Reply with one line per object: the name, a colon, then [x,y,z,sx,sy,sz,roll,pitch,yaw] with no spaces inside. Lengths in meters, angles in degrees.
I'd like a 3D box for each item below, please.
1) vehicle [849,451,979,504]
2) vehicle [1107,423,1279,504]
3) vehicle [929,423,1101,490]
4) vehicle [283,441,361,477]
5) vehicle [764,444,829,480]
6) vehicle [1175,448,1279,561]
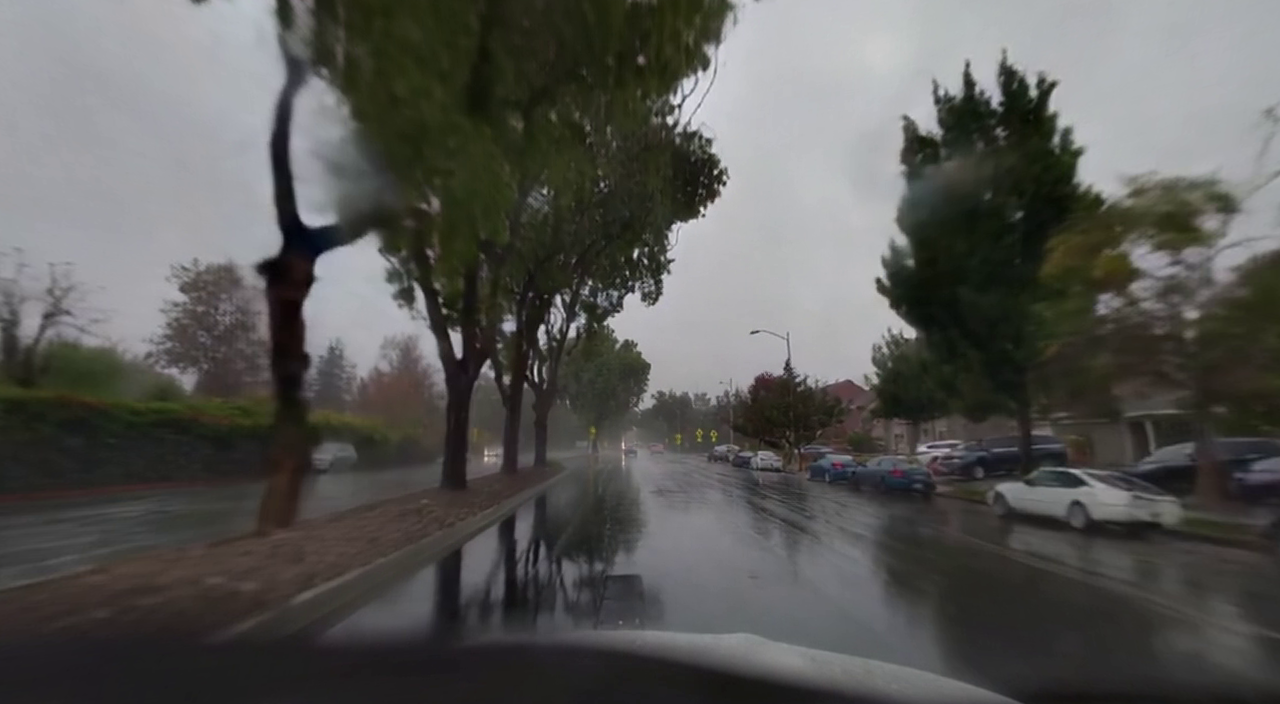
vehicle: [9.032,4.140,21.404,2.009,1.493,4.983,0,-8,-2]
vehicle: [17.182,3.329,19.228,4.060,1.792,2.143,-7,-7,-4]
vehicle: [15.998,4.429,27.188,5.911,2.054,2.167,-6,-6,-2]
vehicle: [-18.165,6.085,36.417,2.016,1.755,5.389,-3,-8,-4]
vehicle: [8.458,5.965,34.713,2.100,1.821,4.991,0,-8,-2]
vehicle: [9.579,2.013,7.597,2.034,1.499,5.008,6,-9,1]
